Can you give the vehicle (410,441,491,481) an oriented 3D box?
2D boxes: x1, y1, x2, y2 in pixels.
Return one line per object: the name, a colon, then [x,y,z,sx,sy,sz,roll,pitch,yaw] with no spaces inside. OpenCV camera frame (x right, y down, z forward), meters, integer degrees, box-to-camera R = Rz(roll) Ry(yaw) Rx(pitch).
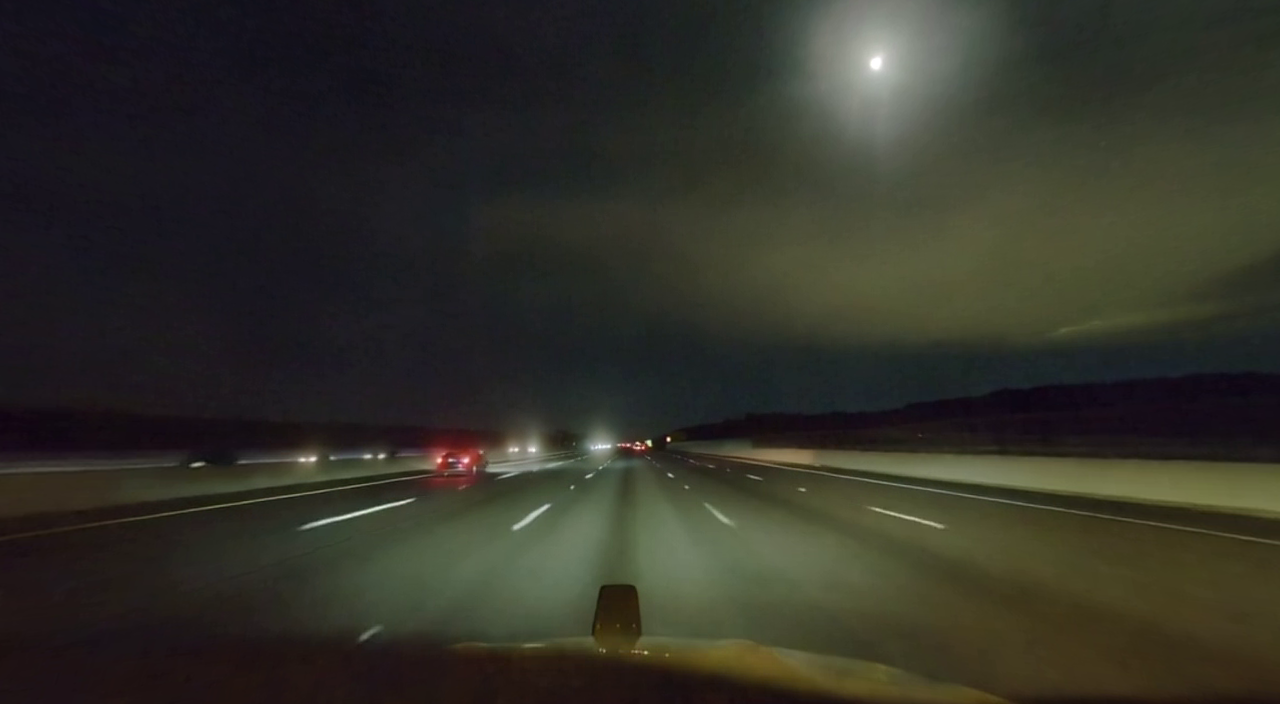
vehicle: [-8.131,4.695,27.589,2.005,1.545,4.874,0,-8,0]
